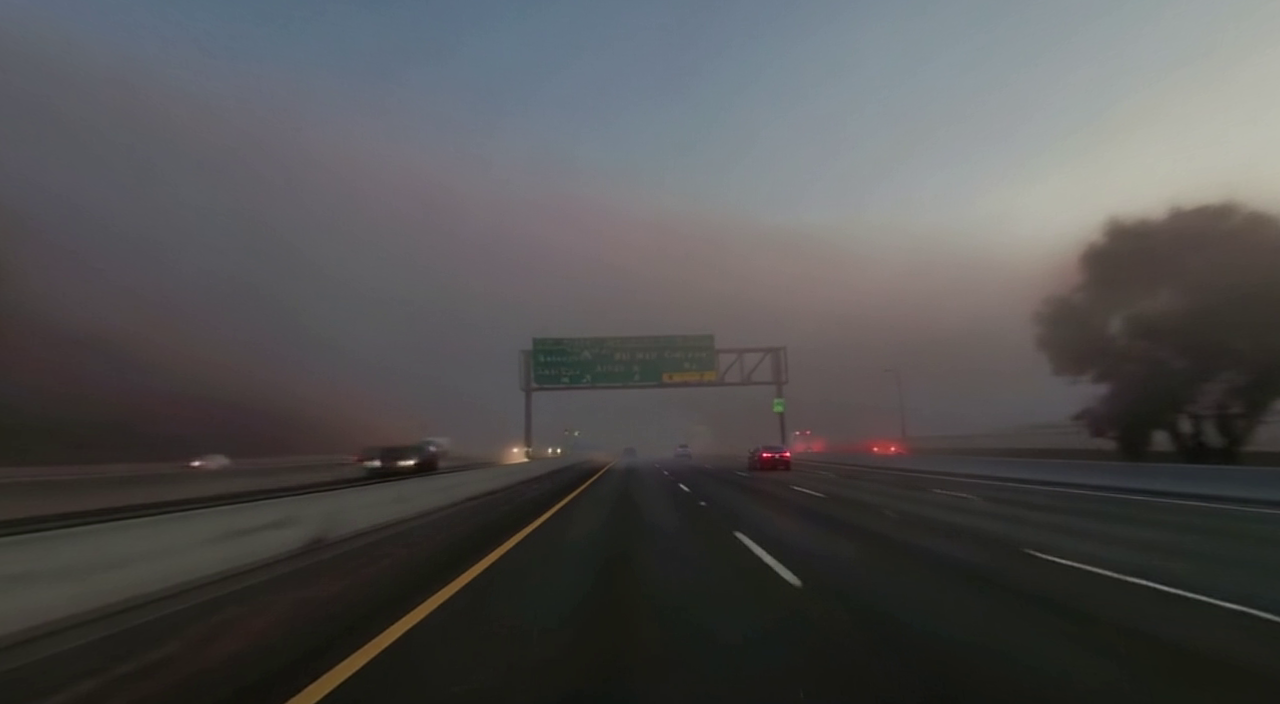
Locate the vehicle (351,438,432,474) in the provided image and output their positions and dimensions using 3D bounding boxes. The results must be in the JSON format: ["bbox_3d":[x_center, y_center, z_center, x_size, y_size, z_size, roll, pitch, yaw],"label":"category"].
[{"bbox_3d":[-11.192,4.714,28.837,1.893,1.503,4.471,0,-9,0],"label":"vehicle"}]

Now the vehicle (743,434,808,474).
[{"bbox_3d":[6.354,4.837,30.103,2.030,1.706,4.279,0,-9,-1],"label":"vehicle"}]
